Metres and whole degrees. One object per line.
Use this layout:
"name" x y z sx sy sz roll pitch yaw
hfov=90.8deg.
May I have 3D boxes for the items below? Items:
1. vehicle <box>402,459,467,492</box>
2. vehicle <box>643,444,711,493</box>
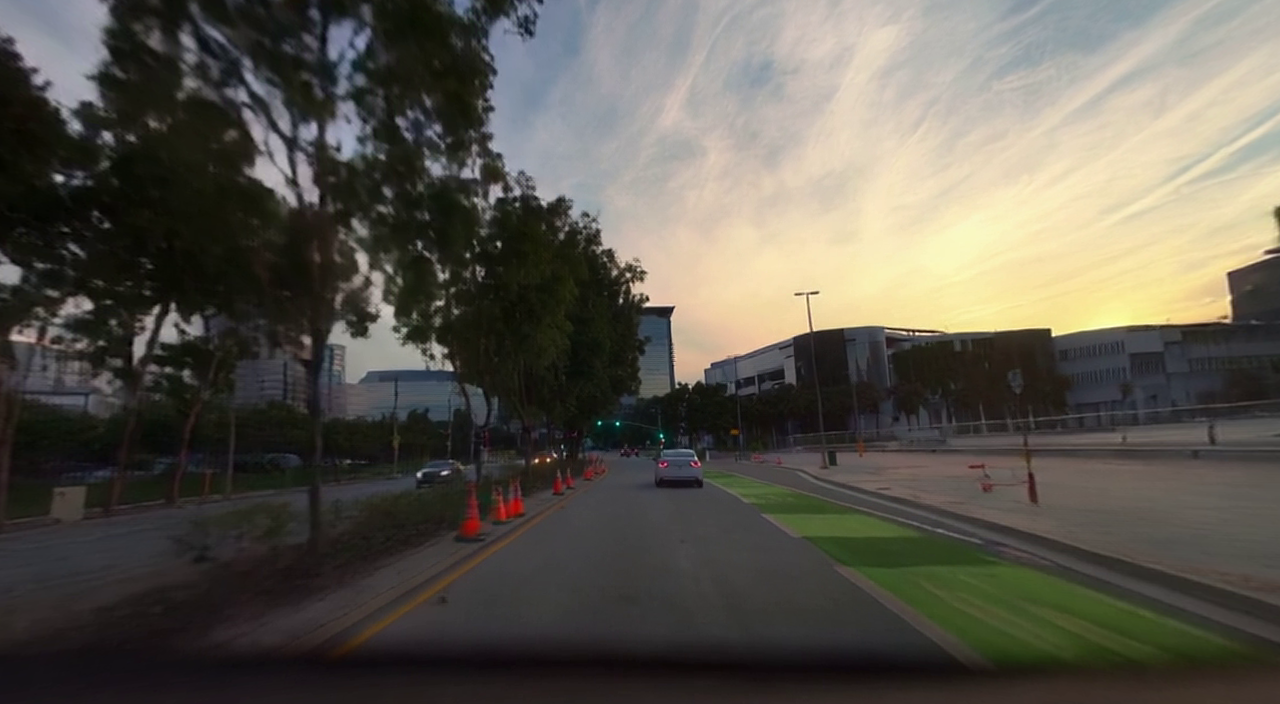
"vehicle" -10.427 6.284 32.460 2.010 1.487 4.427 0 -9 -2
"vehicle" 1.170 4.009 22.086 2.114 1.493 4.430 0 -9 0
